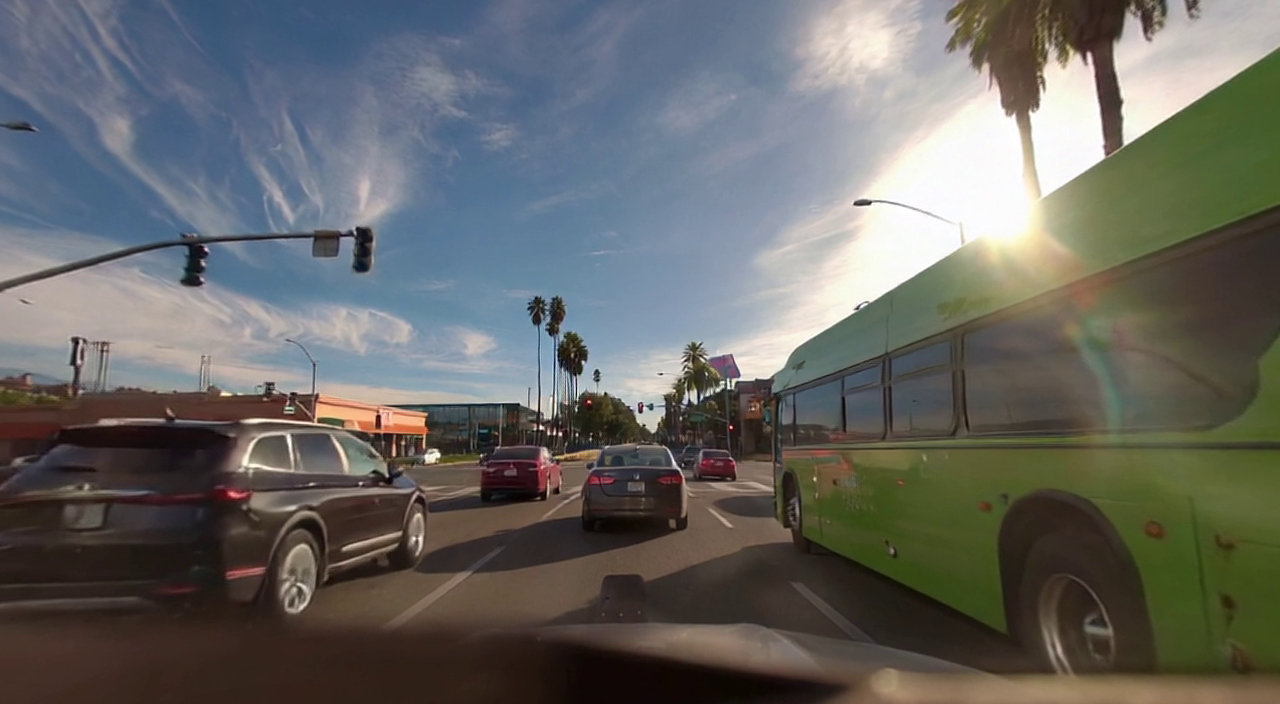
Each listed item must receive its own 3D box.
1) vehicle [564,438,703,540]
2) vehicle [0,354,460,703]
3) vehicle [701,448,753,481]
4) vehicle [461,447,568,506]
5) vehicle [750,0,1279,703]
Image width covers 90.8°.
[{"bbox_3d":[-0.097,2.329,11.378,2.060,1.499,3.831,0,-9,0],"label":"vehicle"},{"bbox_3d":[-3.459,1.293,5.618,2.145,1.824,4.974,0,-9,1],"label":"vehicle"},{"bbox_3d":[4.219,5.497,31.184,1.989,1.467,4.364,0,-9,1],"label":"vehicle"},{"bbox_3d":[-3.264,3.317,17.329,1.919,1.415,4.178,-1,-9,2],"label":"vehicle"},{"bbox_3d":[3.662,0.094,5.257,3.068,4.026,13.534,0,-9,0],"label":"vehicle"}]
